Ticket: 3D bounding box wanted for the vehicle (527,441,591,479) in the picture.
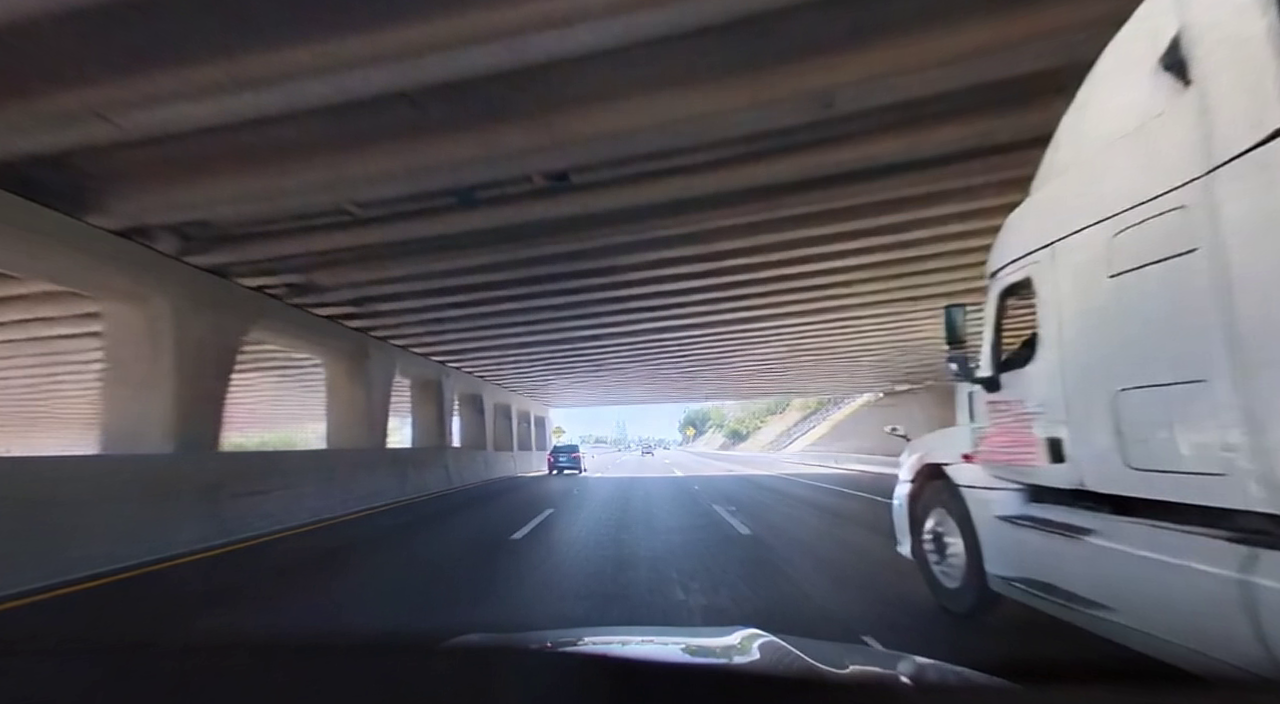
[{"bbox_3d":[-3.560,4.826,28.599,2.276,1.551,4.484,-1,-8,1],"label":"vehicle"}]
